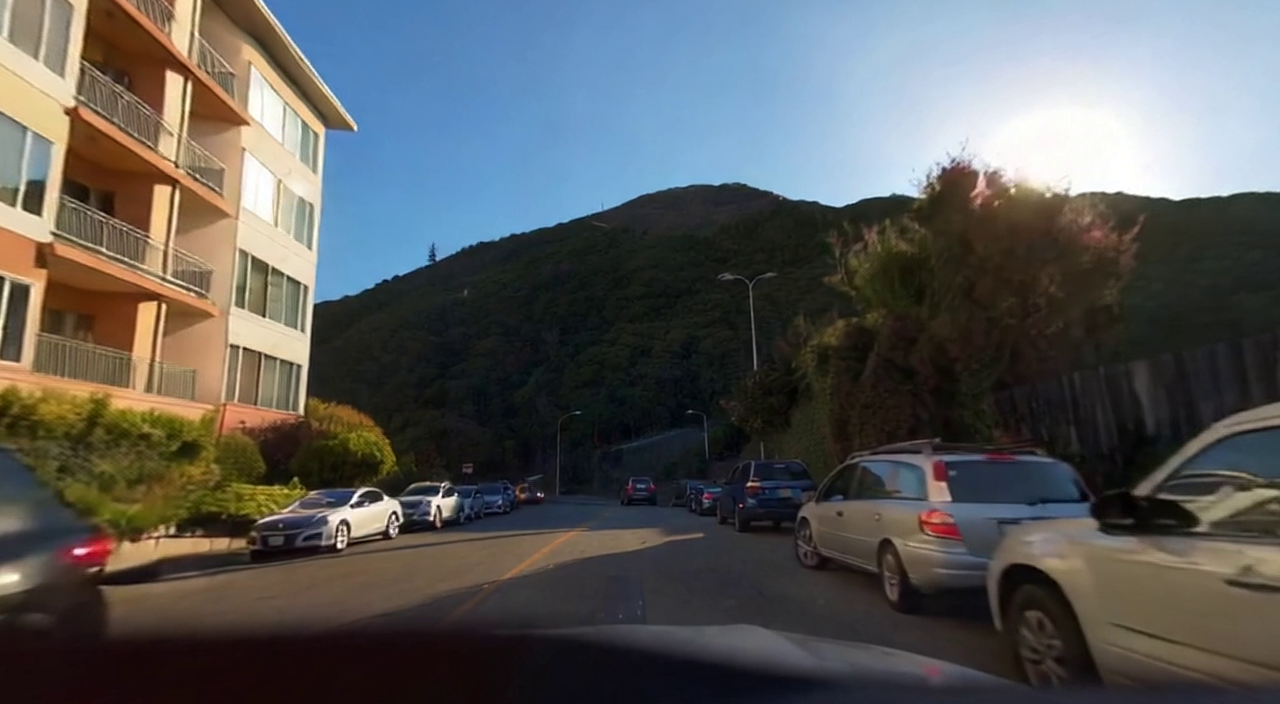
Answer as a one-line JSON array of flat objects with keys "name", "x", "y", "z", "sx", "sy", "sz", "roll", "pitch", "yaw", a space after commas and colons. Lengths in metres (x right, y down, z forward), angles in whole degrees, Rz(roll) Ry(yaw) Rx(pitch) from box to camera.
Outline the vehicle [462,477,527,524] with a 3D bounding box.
[{"name": "vehicle", "x": -6.532, "y": 6.676, "z": 28.724, "sx": 2.013, "sy": 1.729, "sz": 4.329, "roll": 0, "pitch": -8, "yaw": -2}]

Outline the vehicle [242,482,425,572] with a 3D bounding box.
[{"name": "vehicle", "x": -6.512, "y": 3.738, "z": 14.031, "sx": 1.772, "sy": 1.415, "sz": 4.361, "roll": 0, "pitch": -9, "yaw": 2}]

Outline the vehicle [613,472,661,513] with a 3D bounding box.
[{"name": "vehicle", "x": -0.196, "y": 6.927, "z": 31.268, "sx": 2.201, "sy": 1.731, "sz": 3.854, "roll": 0, "pitch": -8, "yaw": -2}]

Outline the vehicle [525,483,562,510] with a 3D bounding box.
[{"name": "vehicle", "x": -6.626, "y": 9.959, "z": 43.572, "sx": 1.859, "sy": 1.428, "sz": 4.465, "roll": 0, "pitch": -9, "yaw": -1}]

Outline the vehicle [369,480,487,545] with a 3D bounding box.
[{"name": "vehicle", "x": -6.224, "y": 4.751, "z": 19.115, "sx": 1.905, "sy": 1.475, "sz": 4.592, "roll": 0, "pitch": -9, "yaw": 1}]

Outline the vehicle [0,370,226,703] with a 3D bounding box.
[{"name": "vehicle", "x": -3.084, "y": 0.679, "z": 0.678, "sx": 2.102, "sy": 1.621, "sz": 4.627, "roll": 0, "pitch": -9, "yaw": 0}]

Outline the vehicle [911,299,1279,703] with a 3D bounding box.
[{"name": "vehicle", "x": 2.922, "y": 0.753, "z": 1.965, "sx": 2.139, "sy": 1.752, "sz": 4.411, "roll": 0, "pitch": -9, "yaw": 0}]
